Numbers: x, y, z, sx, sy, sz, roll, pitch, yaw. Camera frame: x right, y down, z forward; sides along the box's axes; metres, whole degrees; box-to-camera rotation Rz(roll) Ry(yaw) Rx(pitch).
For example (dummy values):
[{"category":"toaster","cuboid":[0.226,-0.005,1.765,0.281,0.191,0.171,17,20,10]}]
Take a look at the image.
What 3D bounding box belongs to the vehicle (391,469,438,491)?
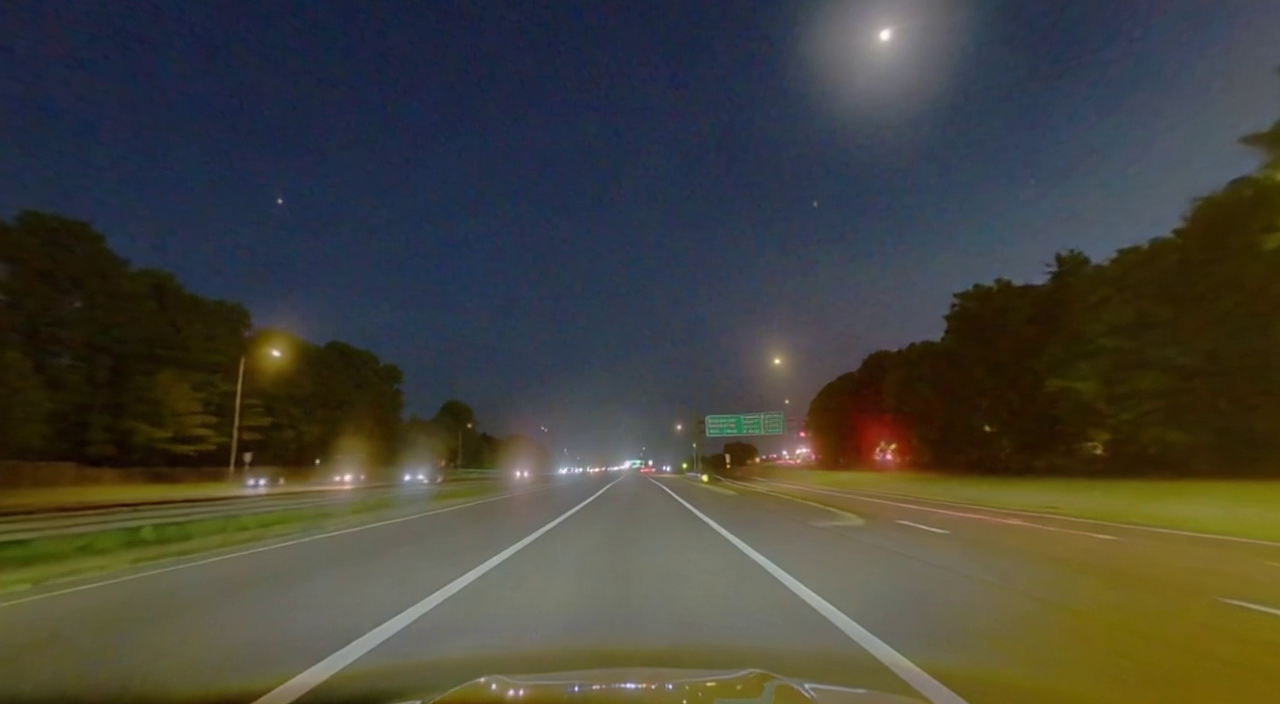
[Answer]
[{"category":"vehicle","cuboid":[-16.548,9.403,46.436,1.791,1.452,4.326,1,-11,0]}]
